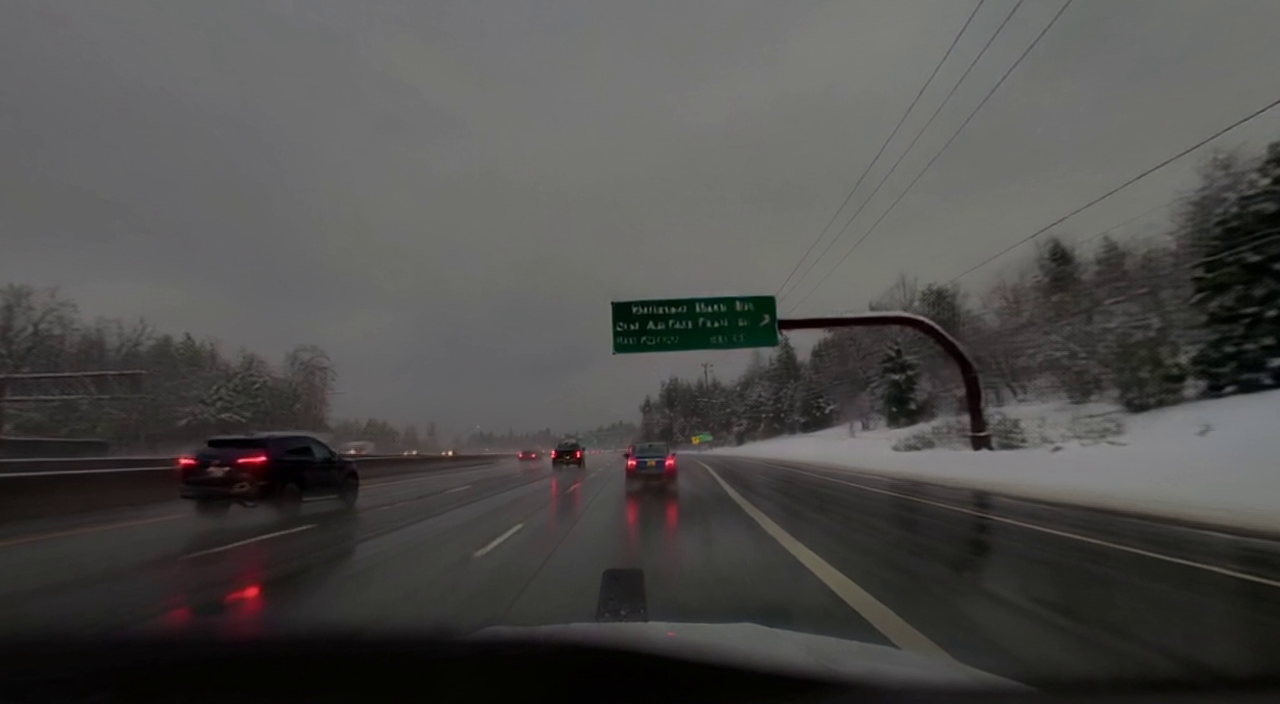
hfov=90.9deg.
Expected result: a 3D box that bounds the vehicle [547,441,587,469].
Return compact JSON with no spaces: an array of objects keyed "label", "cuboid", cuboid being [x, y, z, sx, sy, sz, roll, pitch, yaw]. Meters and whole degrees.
[{"label":"vehicle","cuboid":[-4.926,7.011,43.218,2.289,1.777,4.534,0,-8,-2]}]

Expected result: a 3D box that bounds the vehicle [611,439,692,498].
[{"label":"vehicle","cuboid":[0.237,3.321,18.406,2.082,1.482,4.126,0,-8,-2]}]

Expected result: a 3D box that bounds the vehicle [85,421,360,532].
[{"label":"vehicle","cuboid":[-7.916,2.404,12.805,2.206,1.788,4.914,0,-8,0]}]

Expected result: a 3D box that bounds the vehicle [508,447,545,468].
[{"label":"vehicle","cuboid":[-8.562,7.993,48.073,1.974,1.464,4.733,0,-8,0]}]
